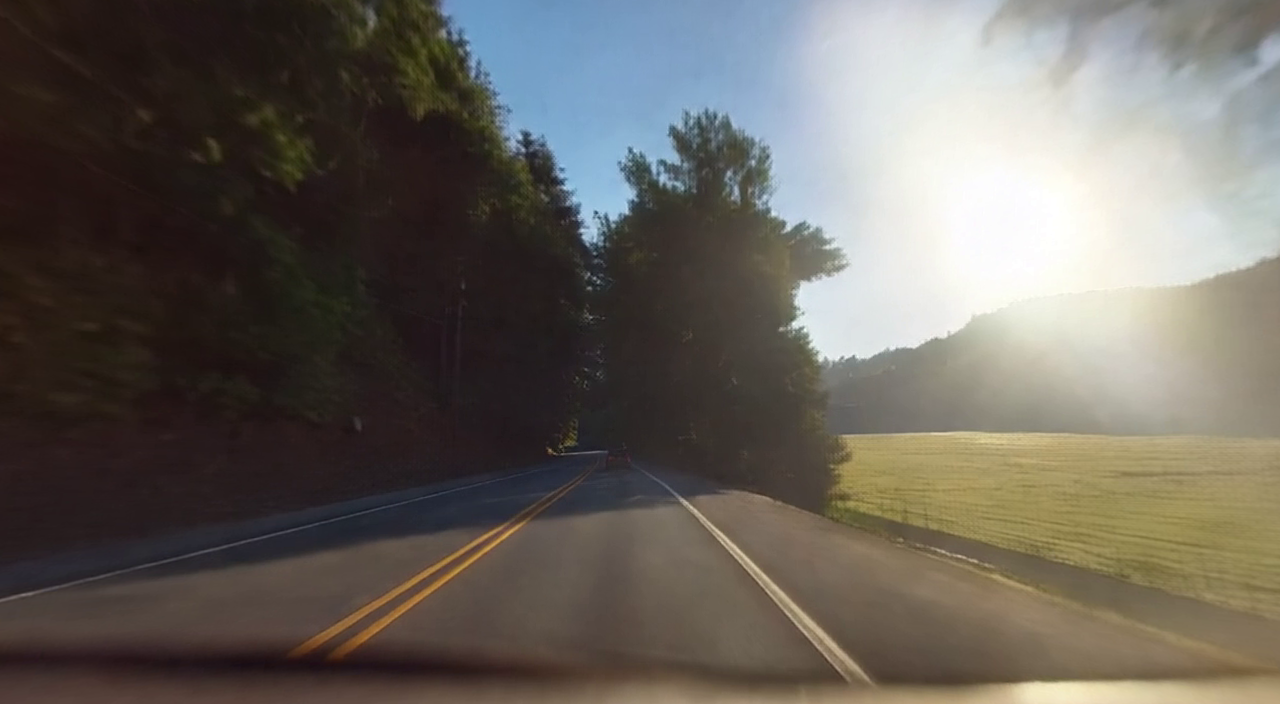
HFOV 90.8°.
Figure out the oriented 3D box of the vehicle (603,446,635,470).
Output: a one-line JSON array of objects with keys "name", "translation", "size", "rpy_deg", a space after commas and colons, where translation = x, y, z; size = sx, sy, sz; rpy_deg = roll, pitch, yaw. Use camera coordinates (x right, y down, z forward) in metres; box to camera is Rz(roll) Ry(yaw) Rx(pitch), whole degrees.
[{"name": "vehicle", "translation": [-1.387, 6.991, 41.752], "size": [2.042, 1.489, 3.963], "rpy_deg": [0, -9, -2]}]
